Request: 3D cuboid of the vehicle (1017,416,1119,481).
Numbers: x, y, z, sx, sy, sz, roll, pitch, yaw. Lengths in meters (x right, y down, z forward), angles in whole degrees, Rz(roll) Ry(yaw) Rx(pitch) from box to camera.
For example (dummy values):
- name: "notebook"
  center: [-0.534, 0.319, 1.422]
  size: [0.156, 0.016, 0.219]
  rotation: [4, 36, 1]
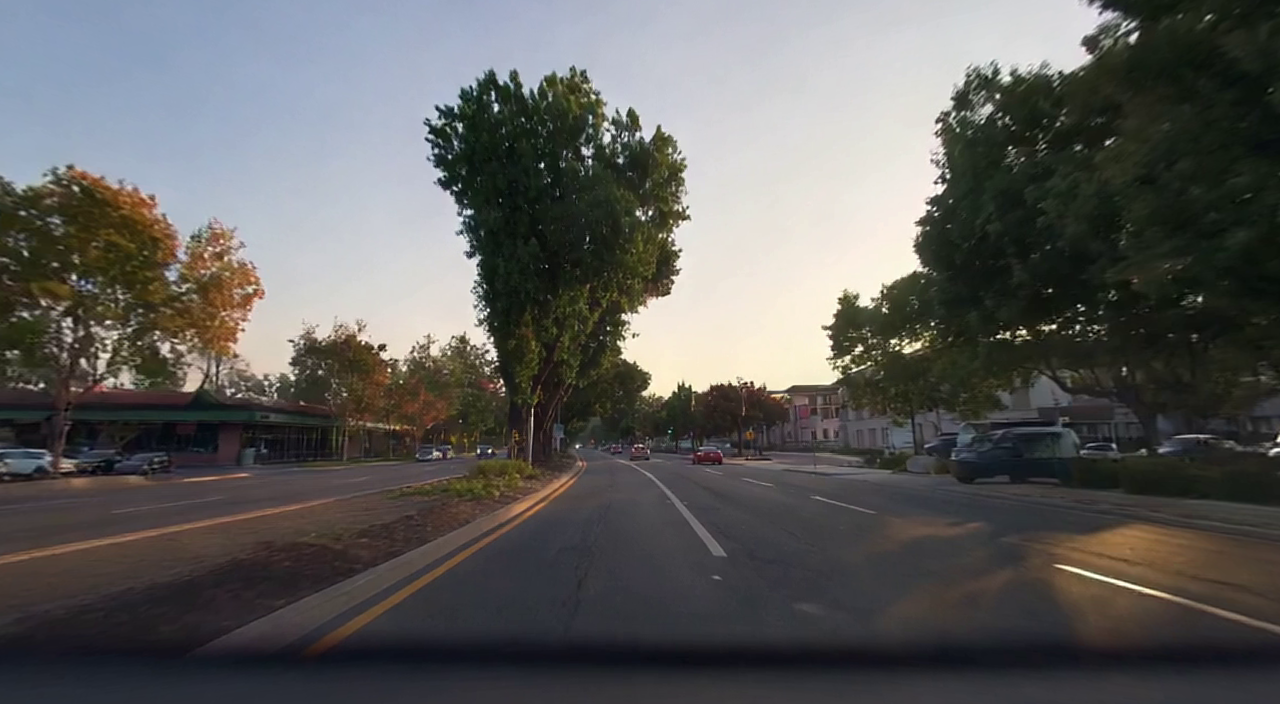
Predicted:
- name: "vehicle"
  center: [18.433, 4.230, 27.075]
  size: [6.051, 2.447, 2.293]
  rotation: [11, -14, -44]

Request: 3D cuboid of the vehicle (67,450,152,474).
- name: "vehicle"
  center: [-31.740, 6.581, 37.844]
  size: [3.380, 1.366, 1.777]
  rotation: [1, -9, -5]

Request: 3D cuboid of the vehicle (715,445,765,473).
- name: "vehicle"
  center: [5.610, 6.068, 35.972]
  size: [1.876, 1.474, 4.126]
  rotation: [0, -8, -4]

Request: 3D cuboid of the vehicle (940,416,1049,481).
- name: "vehicle"
  center: [16.384, 4.406, 29.014]
  size: [6.233, 2.676, 2.430]
  rotation: [8, -11, -43]

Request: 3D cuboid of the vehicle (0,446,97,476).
- name: "vehicle"
  center: [-30.737, 5.543, 32.237]
  size: [4.087, 1.473, 1.925]
  rotation: [0, -8, -4]

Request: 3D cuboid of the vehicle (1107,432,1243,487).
- name: "vehicle"
  center: [22.730, 4.568, 27.312]
  size: [2.620, 2.036, 6.631]
  rotation: [-4, -9, 24]
